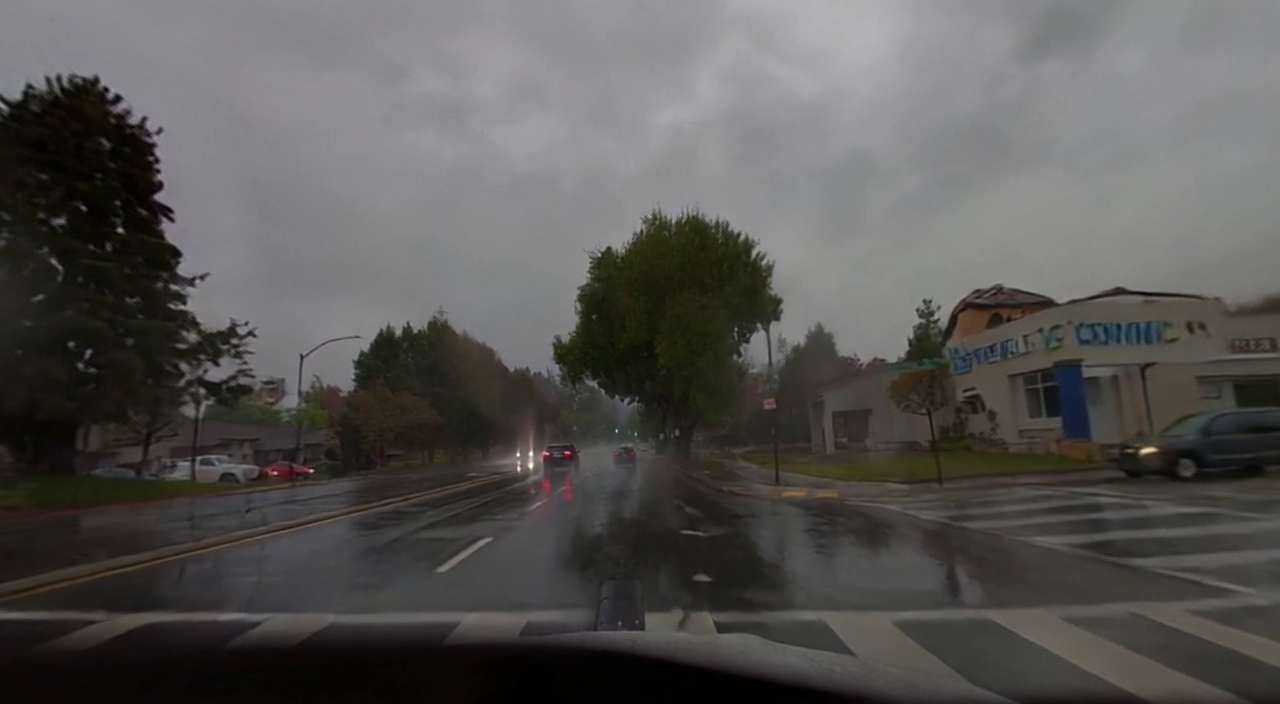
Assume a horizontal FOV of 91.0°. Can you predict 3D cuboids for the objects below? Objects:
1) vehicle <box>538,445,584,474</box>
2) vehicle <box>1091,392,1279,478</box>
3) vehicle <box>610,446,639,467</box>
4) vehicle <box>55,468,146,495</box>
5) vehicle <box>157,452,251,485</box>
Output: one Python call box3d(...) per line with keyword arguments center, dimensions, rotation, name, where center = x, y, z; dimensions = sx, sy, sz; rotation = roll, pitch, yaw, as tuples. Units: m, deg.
box3d(center=(-4.277, 5.902, 34.744), dimensions=(2.083, 1.460, 4.527), rotation=(0, -8, -1), name="vehicle")
box3d(center=(15.114, 2.118, 16.063), dimensions=(5.230, 2.007, 2.410), rotation=(0, -8, 1), name="vehicle")
box3d(center=(-1.178, 8.088, 48.915), dimensions=(2.187, 1.478, 4.138), rotation=(0, -8, -1), name="vehicle")
box3d(center=(-38.165, 9.170, 44.620), dimensions=(4.495, 1.504, 2.023), rotation=(-3, -9, -5), name="vehicle")
box3d(center=(-30.866, 8.269, 44.691), dimensions=(4.865, 2.217, 2.192), rotation=(0, -8, -3), name="vehicle")
